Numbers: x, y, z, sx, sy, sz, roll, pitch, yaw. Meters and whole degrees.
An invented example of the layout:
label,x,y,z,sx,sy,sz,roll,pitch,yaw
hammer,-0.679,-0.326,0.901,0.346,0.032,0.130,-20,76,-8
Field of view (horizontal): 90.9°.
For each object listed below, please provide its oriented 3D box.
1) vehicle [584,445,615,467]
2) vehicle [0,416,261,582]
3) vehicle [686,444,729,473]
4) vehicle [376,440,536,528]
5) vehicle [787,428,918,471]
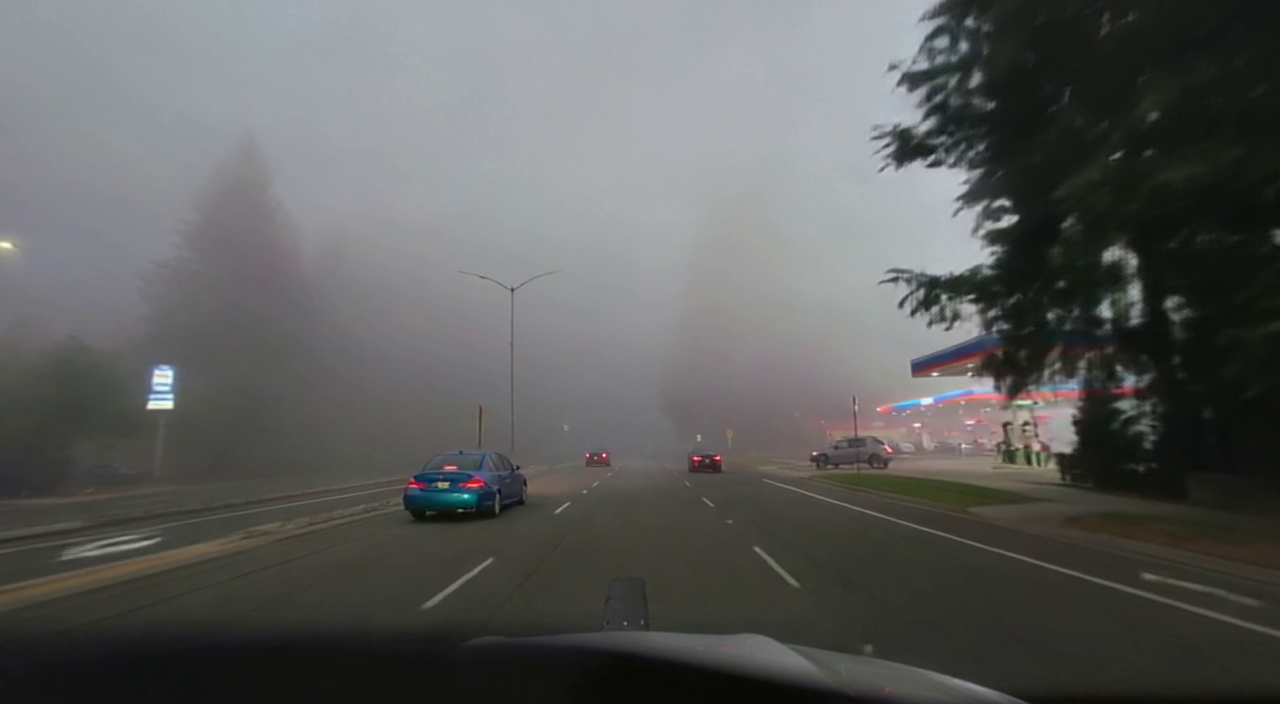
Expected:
label,x,y,z,sx,sy,sz,roll,pitch,yaw
vehicle,-2.872,7.446,45.388,1.841,1.474,4.038,0,-8,2
vehicle,-8.711,2.079,9.805,2.370,1.909,5.431,0,-8,-2
vehicle,3.591,5.709,34.093,1.883,1.465,3.975,0,-8,0
vehicle,-3.469,2.546,12.855,1.803,1.463,4.422,0,-8,2
vehicle,10.915,5.046,32.792,5.931,1.872,2.264,-3,-8,3
